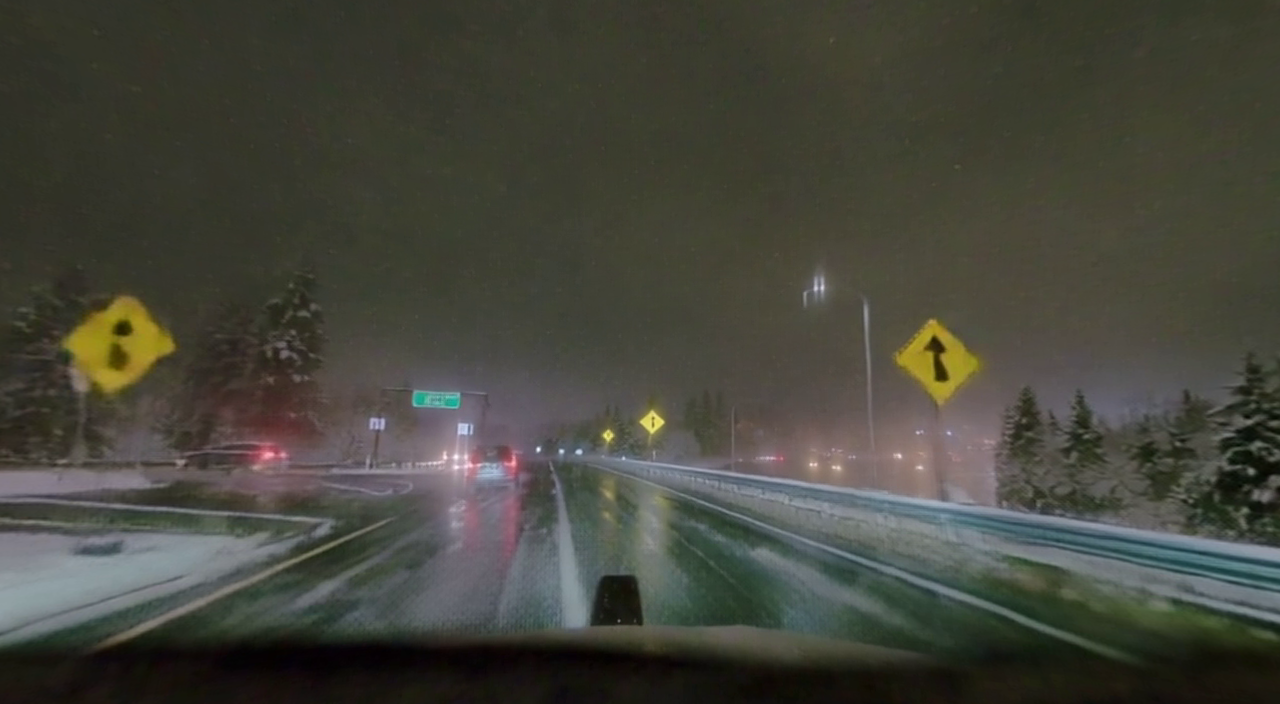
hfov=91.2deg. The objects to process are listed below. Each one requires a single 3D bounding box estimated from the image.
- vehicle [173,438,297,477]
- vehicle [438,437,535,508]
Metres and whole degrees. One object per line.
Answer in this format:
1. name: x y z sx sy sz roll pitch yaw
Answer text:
1. vehicle: -17.033 4.431 26.406 4.278 1.505 2.018 -3 -9 18
2. vehicle: -3.779 2.888 15.473 2.006 1.486 3.950 2 -9 -14
